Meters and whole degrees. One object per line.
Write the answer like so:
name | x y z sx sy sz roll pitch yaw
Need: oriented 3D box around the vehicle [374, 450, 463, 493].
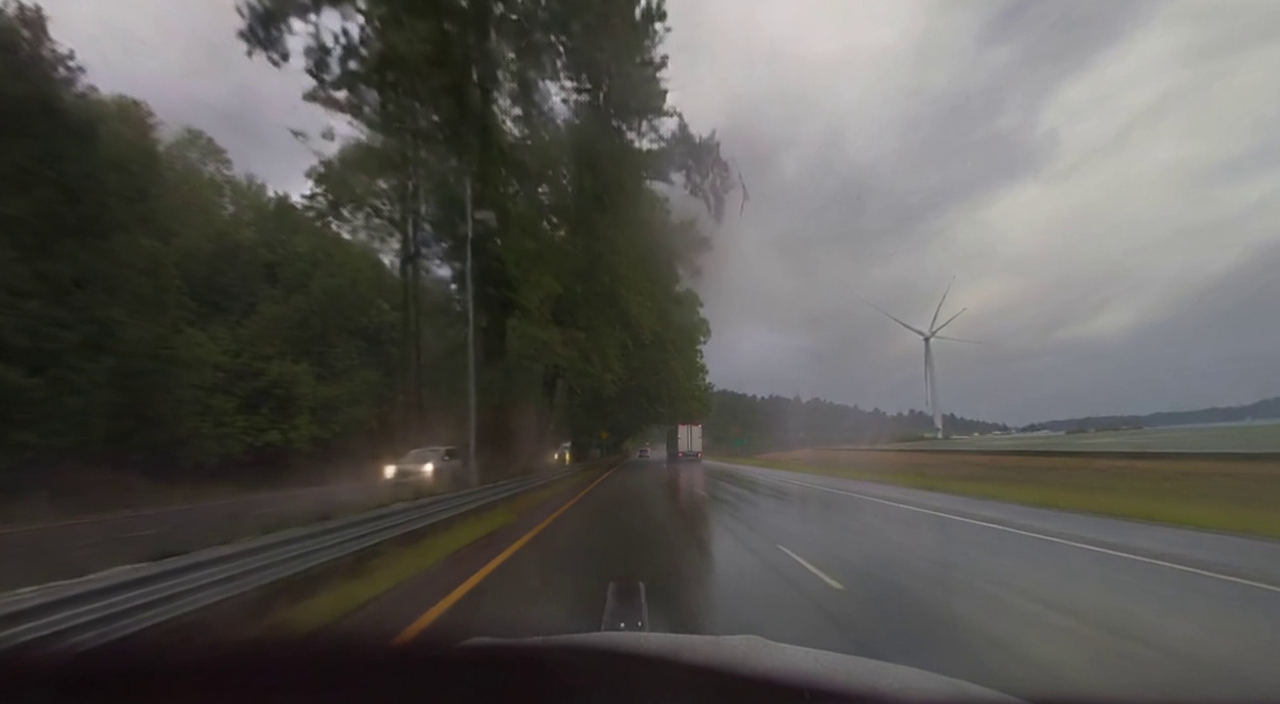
vehicle | -8.990 4.867 26.033 2.015 1.591 4.542 0 -9 0
